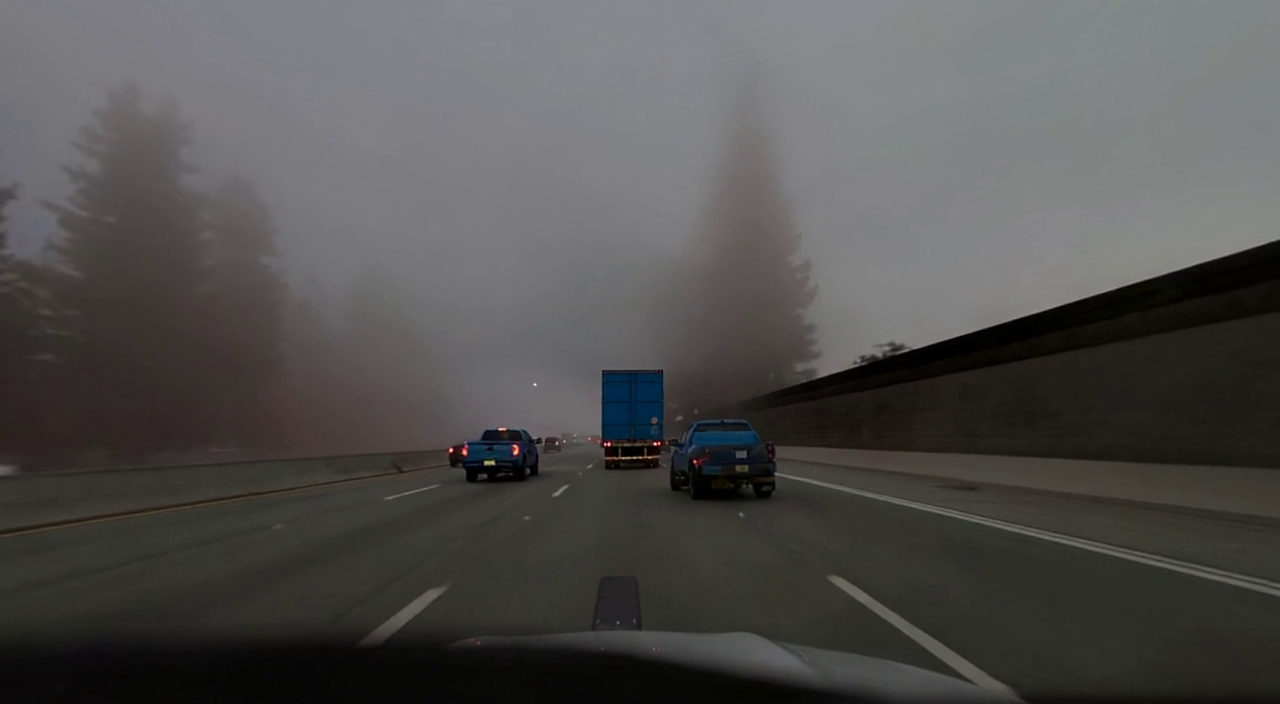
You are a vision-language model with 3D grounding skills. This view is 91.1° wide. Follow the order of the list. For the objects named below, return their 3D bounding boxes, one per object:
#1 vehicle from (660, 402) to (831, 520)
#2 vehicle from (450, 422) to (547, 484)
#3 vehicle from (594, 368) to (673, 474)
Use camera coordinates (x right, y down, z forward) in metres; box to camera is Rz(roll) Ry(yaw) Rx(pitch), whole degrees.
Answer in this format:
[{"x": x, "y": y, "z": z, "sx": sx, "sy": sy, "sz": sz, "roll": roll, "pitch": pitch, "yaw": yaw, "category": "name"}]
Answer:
[{"x": 1.756, "y": 2.055, "z": 12.462, "sx": 2.118, "sy": 1.832, "sz": 4.901, "roll": 1, "pitch": -8, "yaw": -5, "category": "vehicle"}, {"x": -4.382, "y": 3.186, "z": 20.229, "sx": 2.134, "sy": 1.752, "sz": 4.375, "roll": 0, "pitch": -8, "yaw": 0, "category": "vehicle"}, {"x": -0.546, "y": 3.245, "z": 28.660, "sx": 2.904, "sy": 3.915, "sz": 10.473, "roll": 0, "pitch": -8, "yaw": -3, "category": "vehicle"}]
